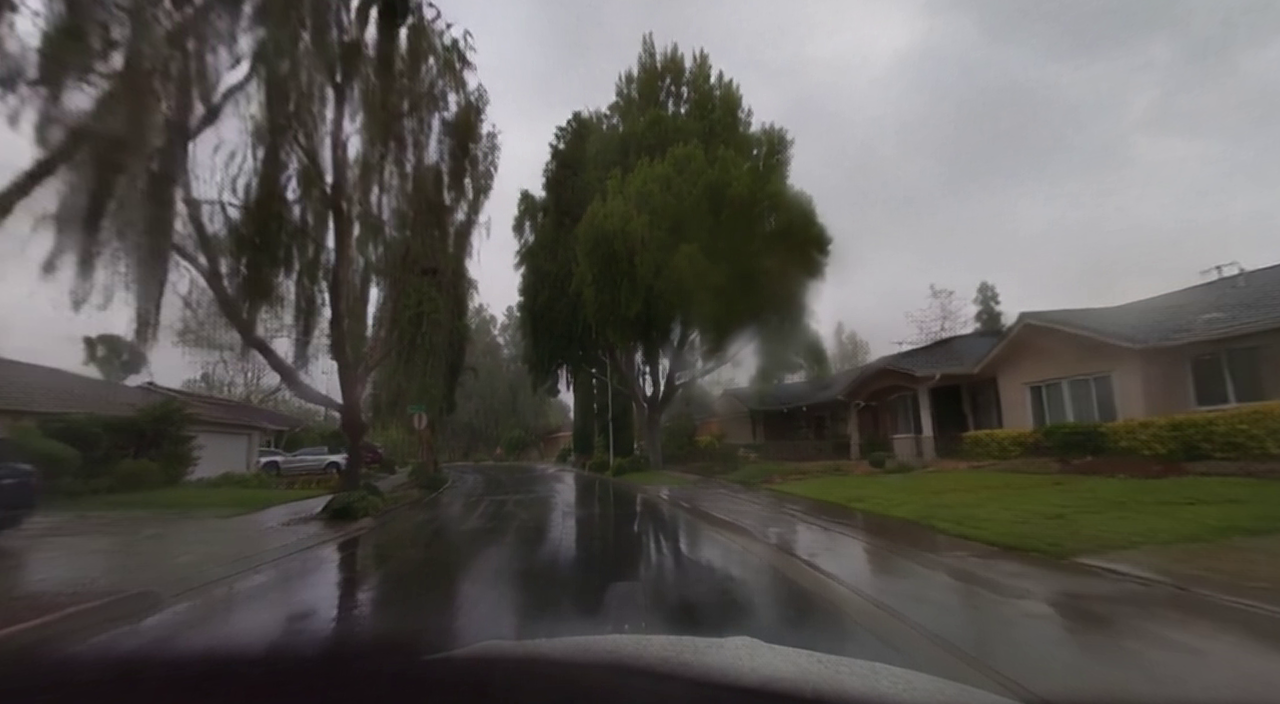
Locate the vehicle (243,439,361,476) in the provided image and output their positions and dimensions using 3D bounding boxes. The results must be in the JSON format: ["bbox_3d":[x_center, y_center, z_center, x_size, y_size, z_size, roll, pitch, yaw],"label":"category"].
[{"bbox_3d":[-15.942,4.999,29.983,4.471,1.638,1.877,2,-8,-11],"label":"vehicle"}]
